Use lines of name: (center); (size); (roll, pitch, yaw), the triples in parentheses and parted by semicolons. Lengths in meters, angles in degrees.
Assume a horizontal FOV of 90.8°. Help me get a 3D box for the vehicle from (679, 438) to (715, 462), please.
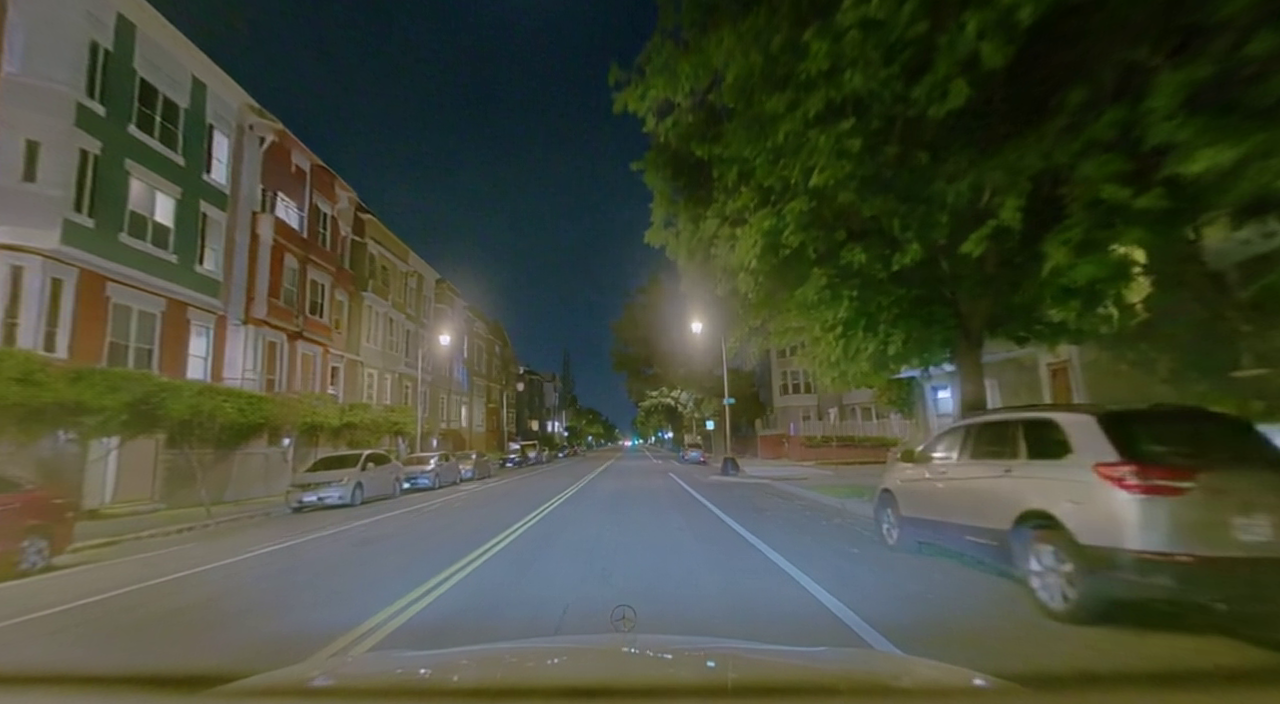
vehicle: (4.151, 7.222, 46.524); (2.034, 1.674, 4.271); (1, -8, -3)

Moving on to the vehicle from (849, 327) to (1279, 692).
vehicle: (4.308, 1.294, 6.492); (2.393, 2.075, 5.683); (0, -8, 0)

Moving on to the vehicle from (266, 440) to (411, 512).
vehicle: (-8.127, 3.352, 17.556); (1.919, 1.698, 4.328); (0, -9, -1)

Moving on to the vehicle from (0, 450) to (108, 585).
vehicle: (-8.224, 1.761, 6.331); (1.983, 1.514, 4.459); (0, -9, -2)

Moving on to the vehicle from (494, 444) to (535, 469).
vehicle: (-8.250, 6.900, 41.959); (1.967, 1.517, 4.360); (0, -8, -2)
